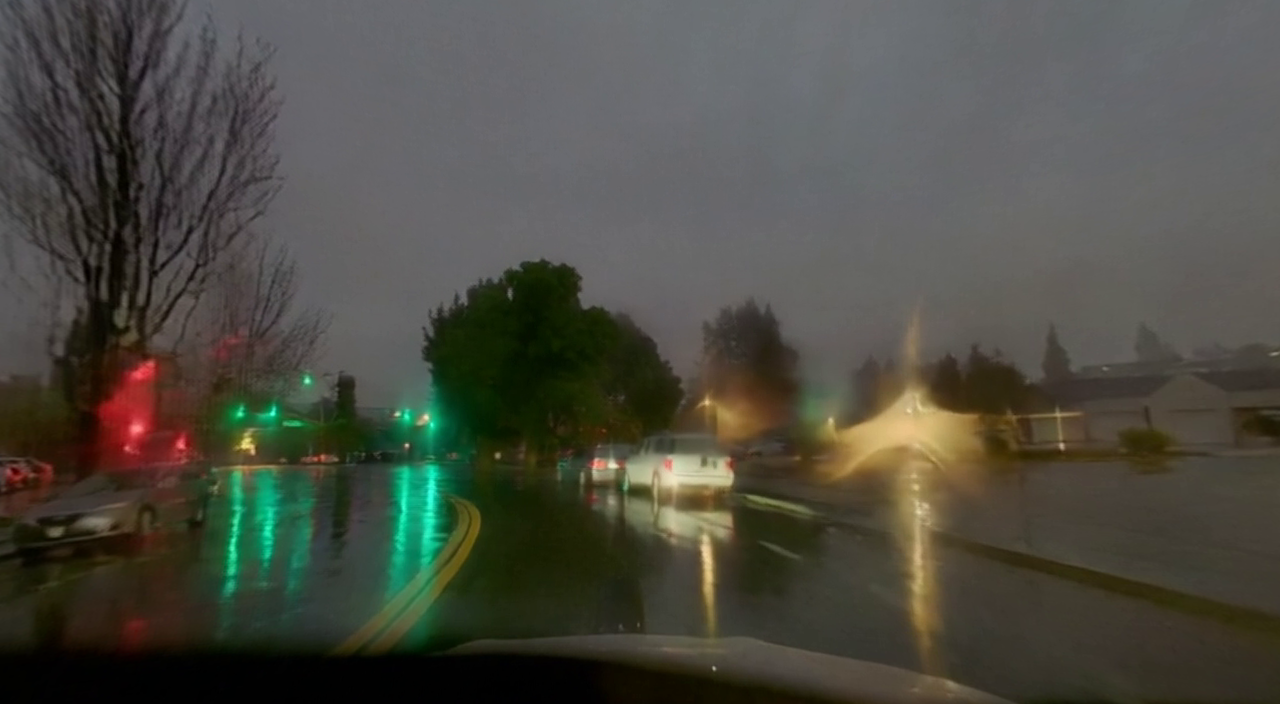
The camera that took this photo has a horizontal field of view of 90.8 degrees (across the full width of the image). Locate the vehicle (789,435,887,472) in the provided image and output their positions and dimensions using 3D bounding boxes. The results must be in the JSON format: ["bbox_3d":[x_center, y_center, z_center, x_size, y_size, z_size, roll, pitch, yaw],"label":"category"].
[{"bbox_3d":[9.050,4.570,28.682,4.577,1.531,2.098,7,-11,-40],"label":"vehicle"}]

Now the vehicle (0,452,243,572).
[{"bbox_3d":[-9.253,2.732,11.643,2.142,1.483,4.629,-3,-7,-18],"label":"vehicle"}]

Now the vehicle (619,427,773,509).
[{"bbox_3d":[1.213,2.928,16.539,2.289,1.785,4.944,2,-9,-17],"label":"vehicle"}]

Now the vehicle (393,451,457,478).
[{"bbox_3d":[-13.740,7.100,40.205,2.016,1.509,4.789,8,-11,-42],"label":"vehicle"}]

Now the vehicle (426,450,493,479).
[{"bbox_3d":[-10.411,6.376,36.188,1.884,1.508,4.713,7,-11,-39],"label":"vehicle"}]

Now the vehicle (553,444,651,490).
[{"bbox_3d":[-1.543,4.217,23.572,2.066,1.509,4.579,4,-9,-26],"label":"vehicle"}]
